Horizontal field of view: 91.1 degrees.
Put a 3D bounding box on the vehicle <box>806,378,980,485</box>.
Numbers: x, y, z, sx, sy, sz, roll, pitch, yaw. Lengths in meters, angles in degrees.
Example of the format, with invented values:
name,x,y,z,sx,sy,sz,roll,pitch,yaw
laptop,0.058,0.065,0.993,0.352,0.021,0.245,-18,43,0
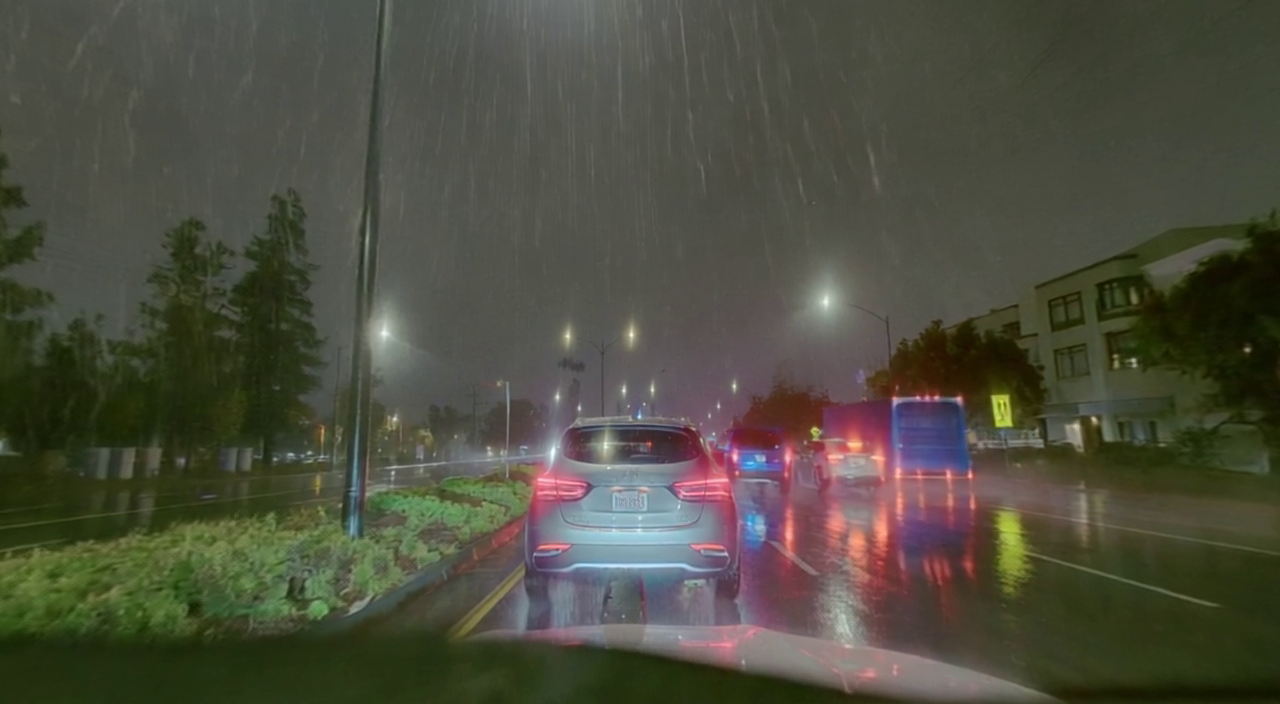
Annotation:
name,x,y,z,sx,sy,sz,roll,pitch,yaw
vehicle,10.942,3.792,29.089,3.025,3.993,11.243,0,-9,-2

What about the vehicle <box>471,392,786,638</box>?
name,x,y,z,sx,sy,sz,roll,pitch,yaw
vehicle,-0.100,1.428,6.452,2.172,1.694,4.055,0,-9,-1

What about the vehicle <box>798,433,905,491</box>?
name,x,y,z,sx,sy,sz,roll,pitch,yaw
vehicle,7.266,3.823,22.160,2.024,1.810,4.807,0,-9,-1
